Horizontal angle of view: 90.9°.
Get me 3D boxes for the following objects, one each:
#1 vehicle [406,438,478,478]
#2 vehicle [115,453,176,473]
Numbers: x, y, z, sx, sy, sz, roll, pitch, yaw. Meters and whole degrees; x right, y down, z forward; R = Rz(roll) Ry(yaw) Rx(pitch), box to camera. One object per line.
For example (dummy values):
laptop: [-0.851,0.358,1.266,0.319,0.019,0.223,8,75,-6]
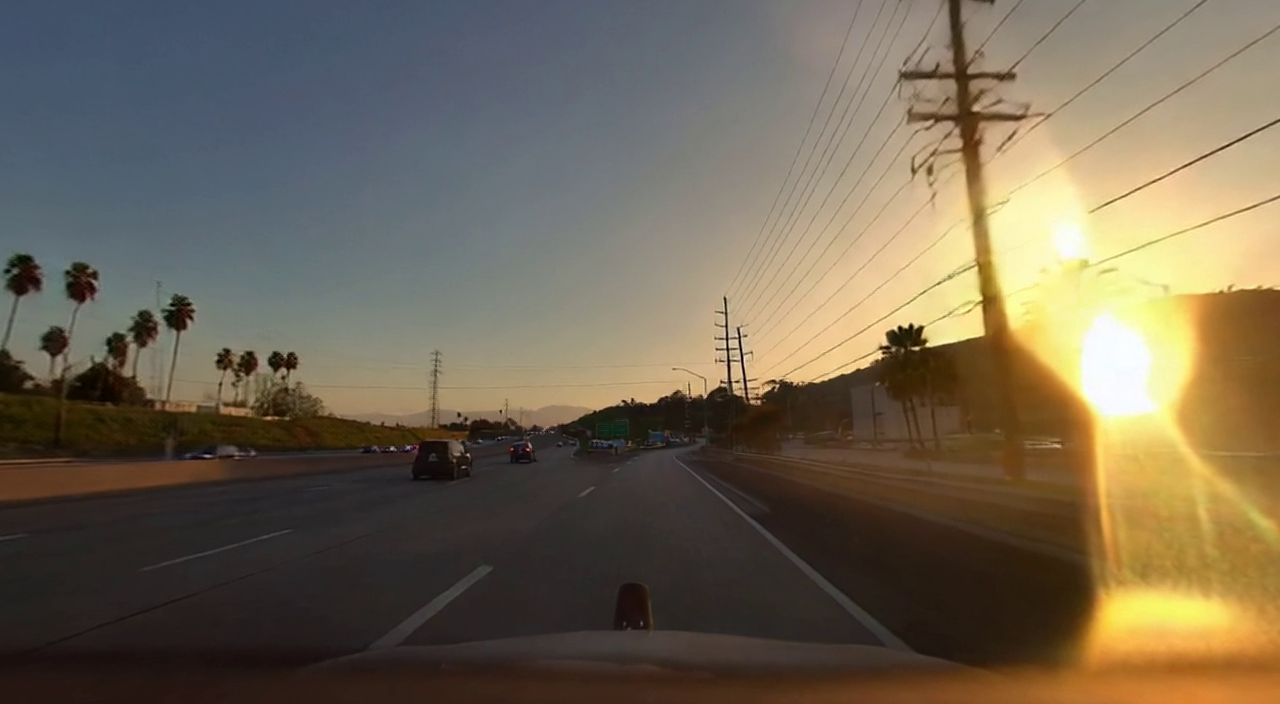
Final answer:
vehicle: [-8.578,4.591,27.658,2.029,1.609,3.935,0,-8,-3]
vehicle: [-38.637,8.687,49.392,1.688,1.415,3.958,0,-8,-3]
